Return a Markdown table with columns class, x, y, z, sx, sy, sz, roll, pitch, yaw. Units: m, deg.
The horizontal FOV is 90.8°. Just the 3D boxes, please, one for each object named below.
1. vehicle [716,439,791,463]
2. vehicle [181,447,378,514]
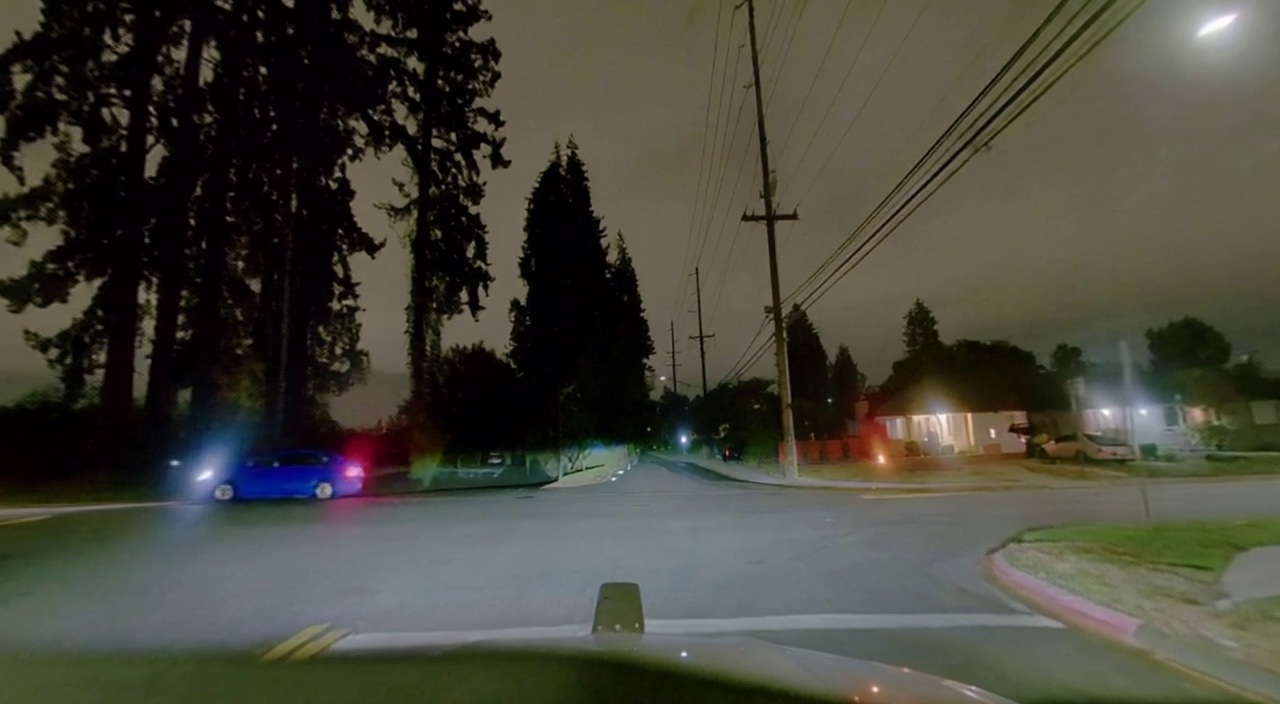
| class | x | y | z | sx | sy | sz | roll | pitch | yaw |
| --- | --- | --- | --- | --- | --- | --- | --- | --- | --- |
| vehicle | 7.959 | 6.959 | 44.506 | 4.784 | 1.647 | 1.947 | 0 | -8 | -4 |
| vehicle | -9.961 | 3.466 | 17.639 | 4.396 | 1.596 | 1.988 | 6 | -11 | -38 |
